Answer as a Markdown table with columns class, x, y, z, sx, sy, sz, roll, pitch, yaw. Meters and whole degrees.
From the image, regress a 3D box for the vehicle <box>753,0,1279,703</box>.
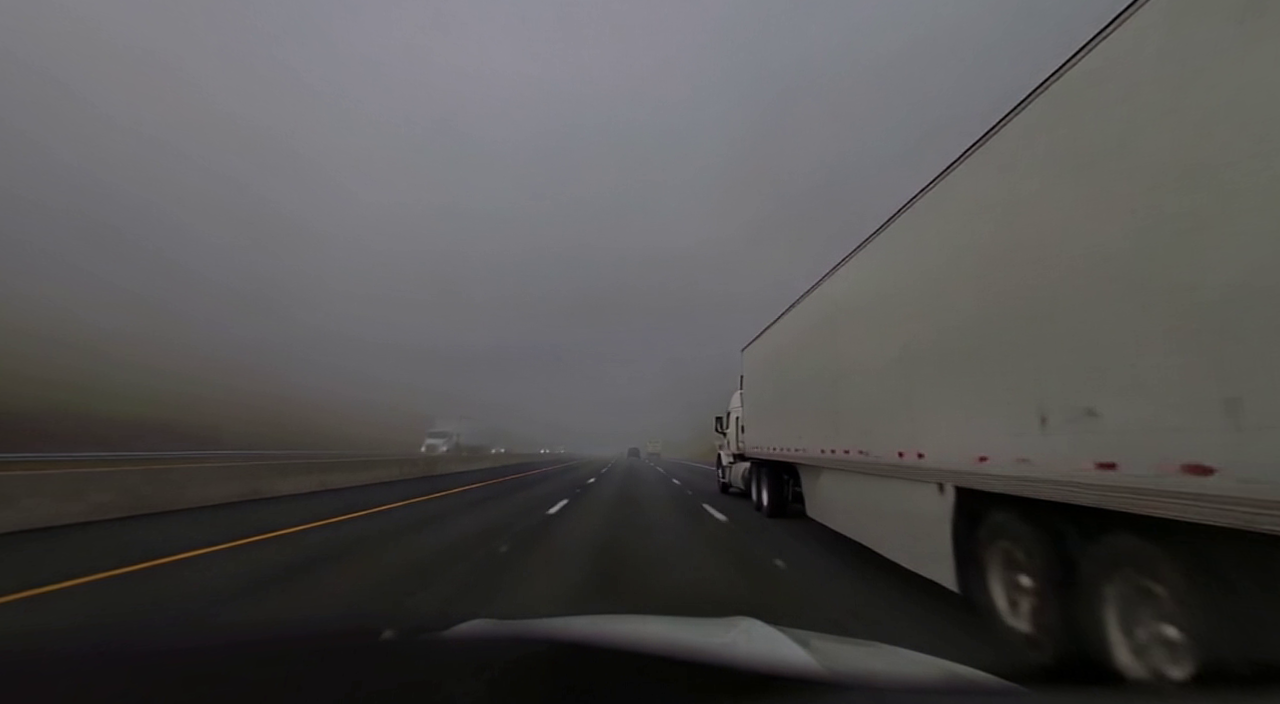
| class | x | y | z | sx | sy | sz | roll | pitch | yaw |
| --- | --- | --- | --- | --- | --- | --- | --- | --- | --- |
| vehicle | 3.805 | 0.635 | 6.783 | 2.876 | 3.586 | 11.726 | 0 | -9 | -1 |
